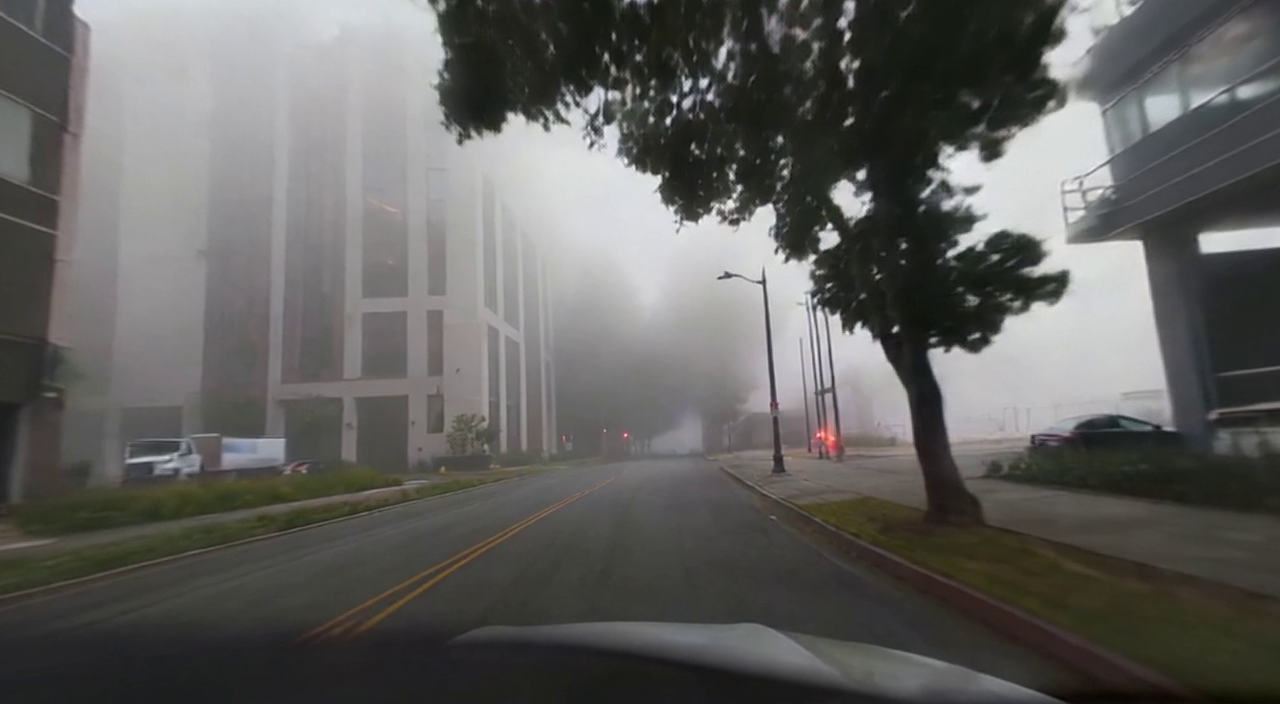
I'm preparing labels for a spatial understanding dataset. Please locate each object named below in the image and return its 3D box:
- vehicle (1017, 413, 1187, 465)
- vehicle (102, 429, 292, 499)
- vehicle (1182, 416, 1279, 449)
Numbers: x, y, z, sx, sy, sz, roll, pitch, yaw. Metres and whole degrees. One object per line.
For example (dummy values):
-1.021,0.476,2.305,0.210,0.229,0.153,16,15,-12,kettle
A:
14.927,2.850,20.499,3.997,1.579,1.799,-1,-9,3,vehicle
-19.749,4.952,28.662,2.166,2.698,7.006,-7,-9,20,vehicle
27.120,3.646,28.308,3.531,1.414,1.906,-1,-9,5,vehicle
